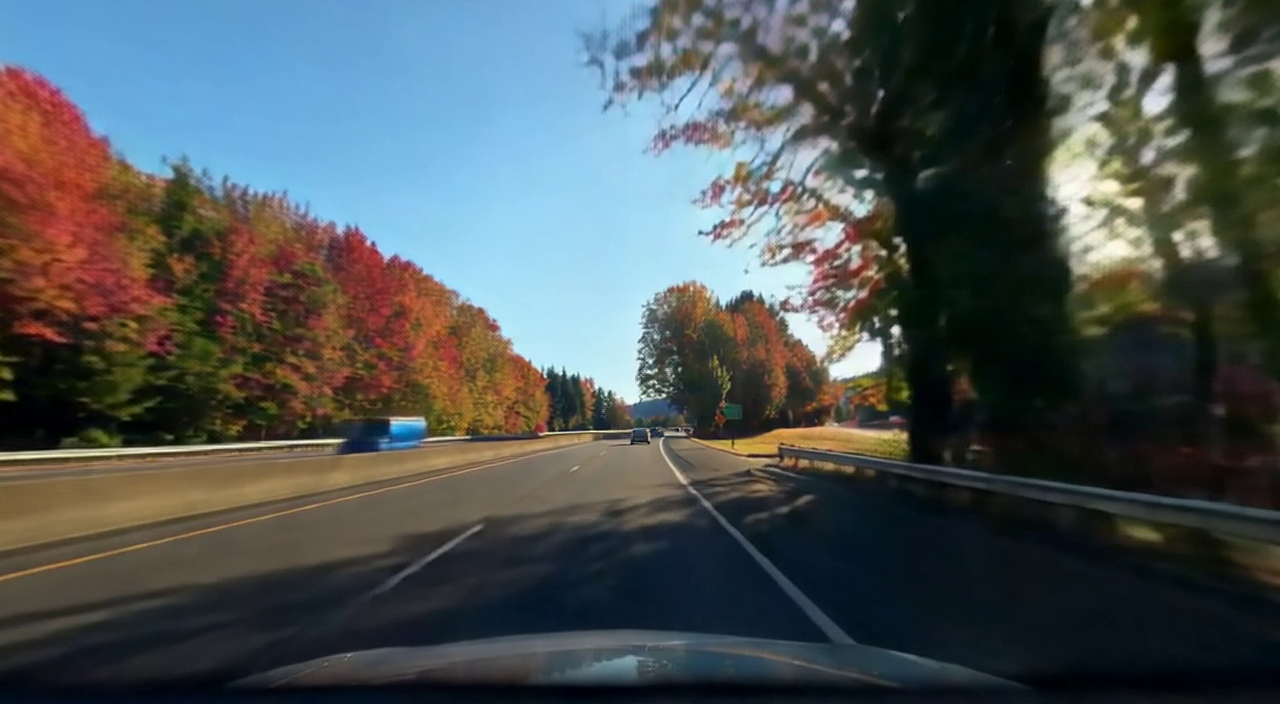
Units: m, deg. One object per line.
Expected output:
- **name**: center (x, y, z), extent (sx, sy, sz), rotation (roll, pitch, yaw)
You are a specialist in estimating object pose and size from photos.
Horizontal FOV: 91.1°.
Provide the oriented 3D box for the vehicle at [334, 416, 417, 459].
- **vehicle**: center (-14.652, 4.802, 35.178), extent (2.359, 2.212, 4.973), rotation (0, -8, 2)
